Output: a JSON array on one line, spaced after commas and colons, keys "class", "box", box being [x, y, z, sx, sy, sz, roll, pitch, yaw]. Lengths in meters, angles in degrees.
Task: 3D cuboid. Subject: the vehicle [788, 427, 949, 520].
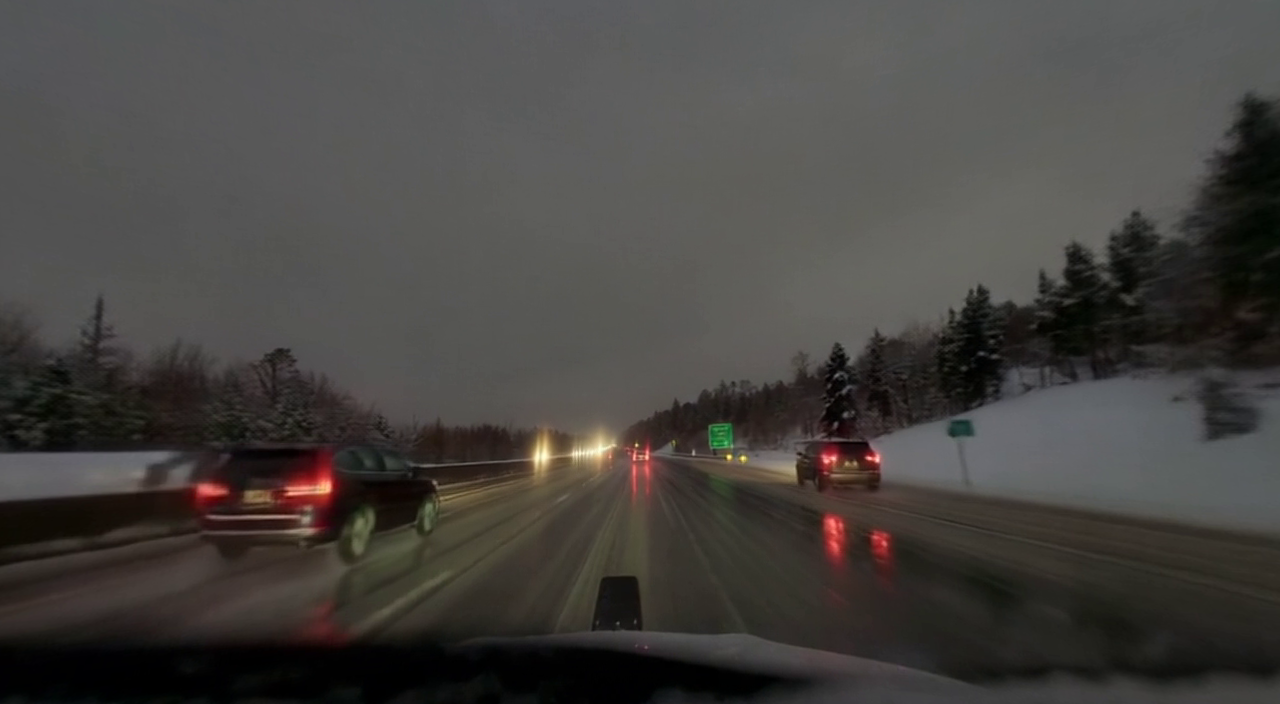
[{"class": "vehicle", "box": [4.704, 2.575, 13.695, 2.143, 1.667, 4.221, -1, -9, 4]}]

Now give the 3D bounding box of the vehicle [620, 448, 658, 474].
[{"class": "vehicle", "box": [-0.029, 6.903, 39.882, 1.969, 1.595, 3.964, -1, -9, 6]}]

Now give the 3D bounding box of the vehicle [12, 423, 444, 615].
[{"class": "vehicle", "box": [-4.198, 1.754, 7.503, 2.084, 1.594, 4.219, -1, -9, 4]}]
